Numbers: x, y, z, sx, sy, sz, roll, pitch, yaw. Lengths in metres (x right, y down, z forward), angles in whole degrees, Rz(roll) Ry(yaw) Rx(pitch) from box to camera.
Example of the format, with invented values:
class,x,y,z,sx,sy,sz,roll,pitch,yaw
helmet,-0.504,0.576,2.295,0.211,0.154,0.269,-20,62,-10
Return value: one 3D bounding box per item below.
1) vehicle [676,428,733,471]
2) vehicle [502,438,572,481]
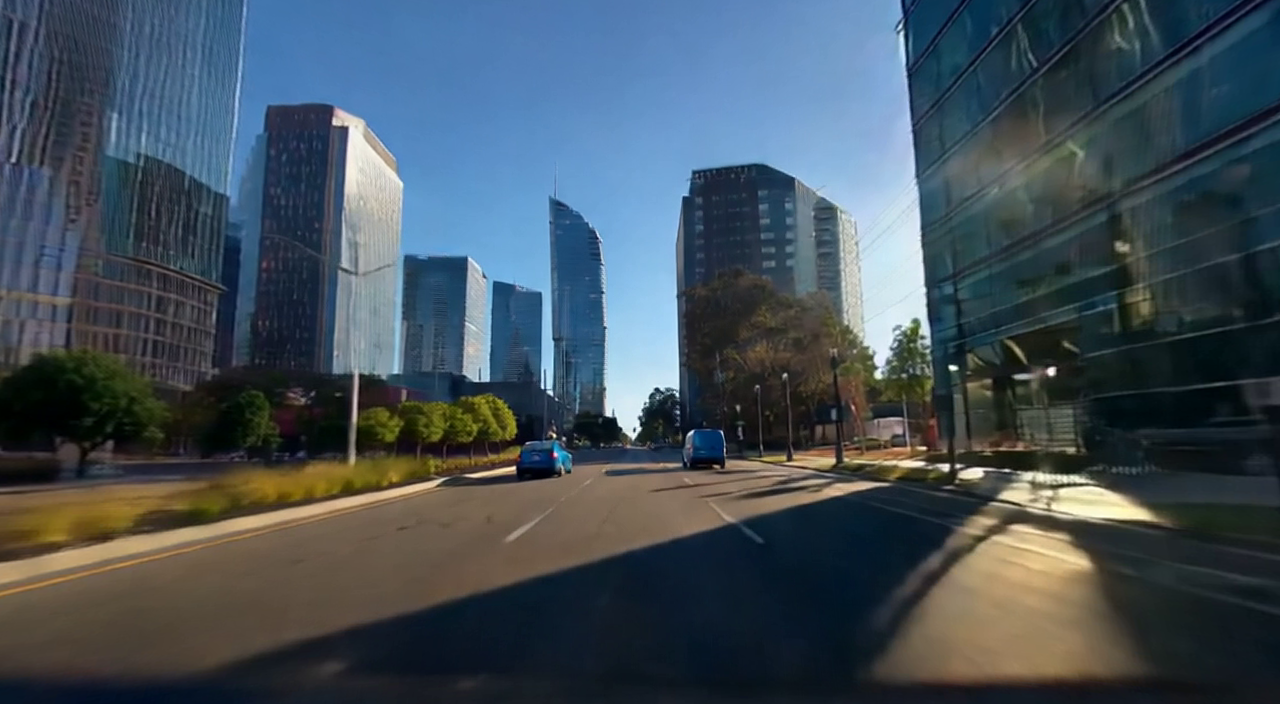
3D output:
class,x,y,z,sx,sy,sz,roll,pitch,yaw
vehicle,3.089,4.837,31.340,2.200,1.914,5.145,0,-8,-1
vehicle,-3.763,3.989,23.703,1.864,1.464,4.195,0,-8,1
